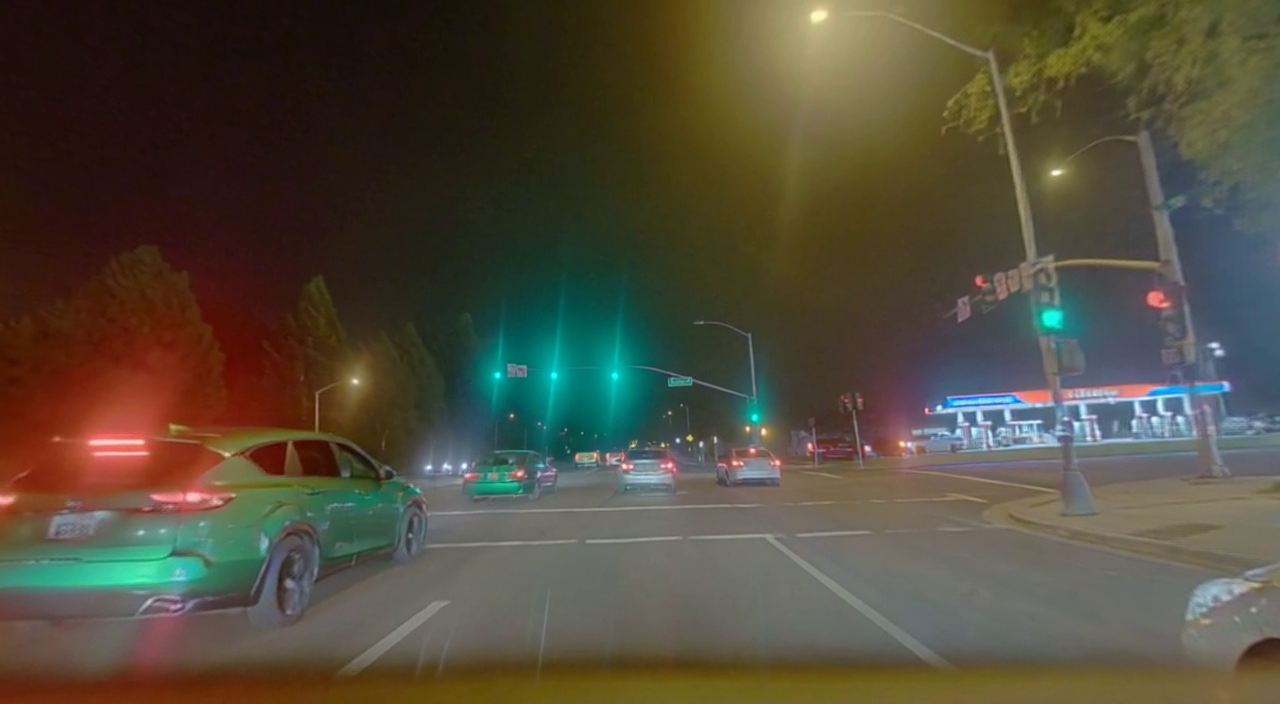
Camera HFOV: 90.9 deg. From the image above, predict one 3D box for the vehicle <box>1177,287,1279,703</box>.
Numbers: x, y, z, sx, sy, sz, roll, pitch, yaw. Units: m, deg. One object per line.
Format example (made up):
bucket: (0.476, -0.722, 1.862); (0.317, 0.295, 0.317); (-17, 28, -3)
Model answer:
vehicle: (3.245, 0.391, 0.257); (1.992, 1.805, 4.549); (0, -8, 0)

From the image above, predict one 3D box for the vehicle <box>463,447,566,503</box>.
vehicle: (-3.575, 3.579, 18.830); (1.995, 1.436, 4.500); (-1, -8, 2)

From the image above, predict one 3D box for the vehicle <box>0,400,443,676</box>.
vehicle: (-3.805, 1.510, 6.404); (2.023, 1.687, 4.874); (0, -8, 0)

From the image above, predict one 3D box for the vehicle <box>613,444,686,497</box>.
vehicle: (0.296, 3.566, 19.350); (1.994, 1.433, 3.894); (0, -8, 1)

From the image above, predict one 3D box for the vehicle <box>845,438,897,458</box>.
vehicle: (18.182, 7.572, 49.937); (2.081, 1.482, 4.860); (0, -8, -3)

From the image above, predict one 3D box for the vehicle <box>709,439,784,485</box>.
vehicle: (3.766, 3.978, 23.101); (1.920, 1.479, 4.548); (0, -8, -1)

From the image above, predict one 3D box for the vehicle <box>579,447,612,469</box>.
vehicle: (-3.237, 7.844, 46.906); (1.896, 1.501, 4.390); (-1, -8, 3)
